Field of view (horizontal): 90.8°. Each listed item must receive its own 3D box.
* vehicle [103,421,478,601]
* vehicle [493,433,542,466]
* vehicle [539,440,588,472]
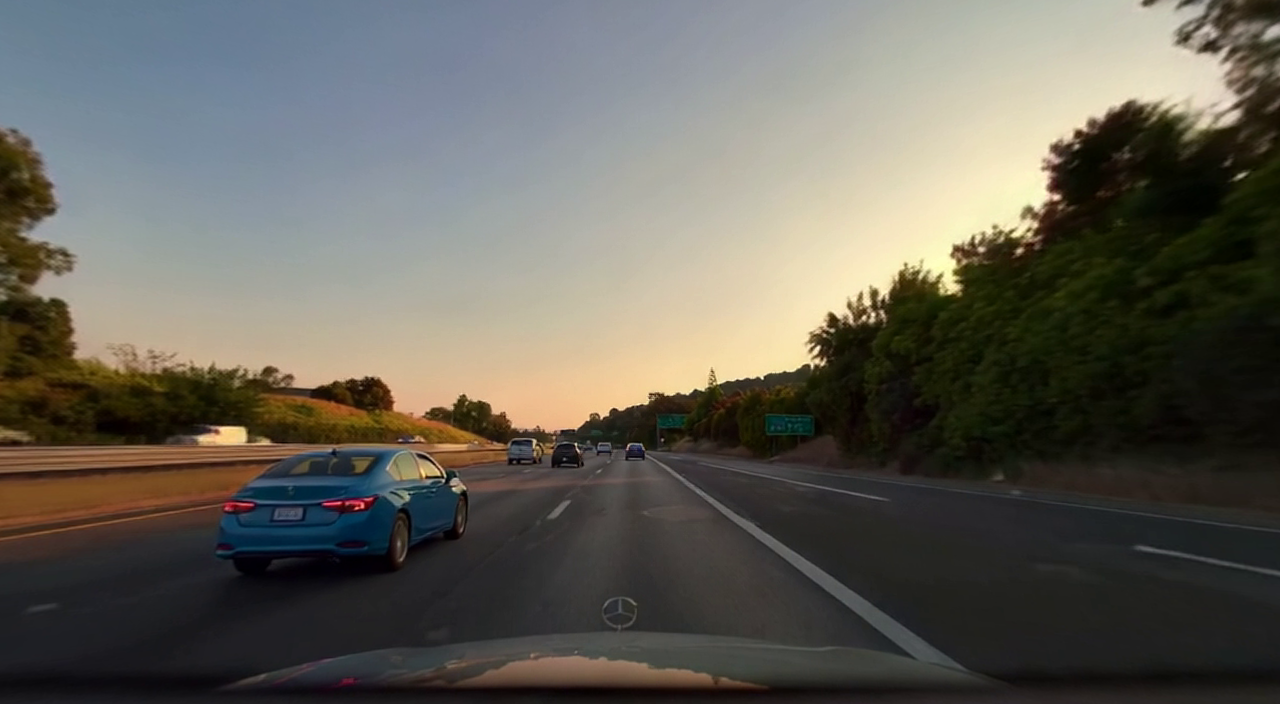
[{"bbox_3d":[-3.536,1.675,7.628,2.025,1.506,4.429,0,-8,-1],"label":"vehicle"},{"bbox_3d":[-7.835,6.285,40.837,2.171,1.982,5.246,0,-8,-1],"label":"vehicle"},{"bbox_3d":[-3.845,5.299,32.441,2.068,1.501,4.395,0,-8,-1],"label":"vehicle"}]
